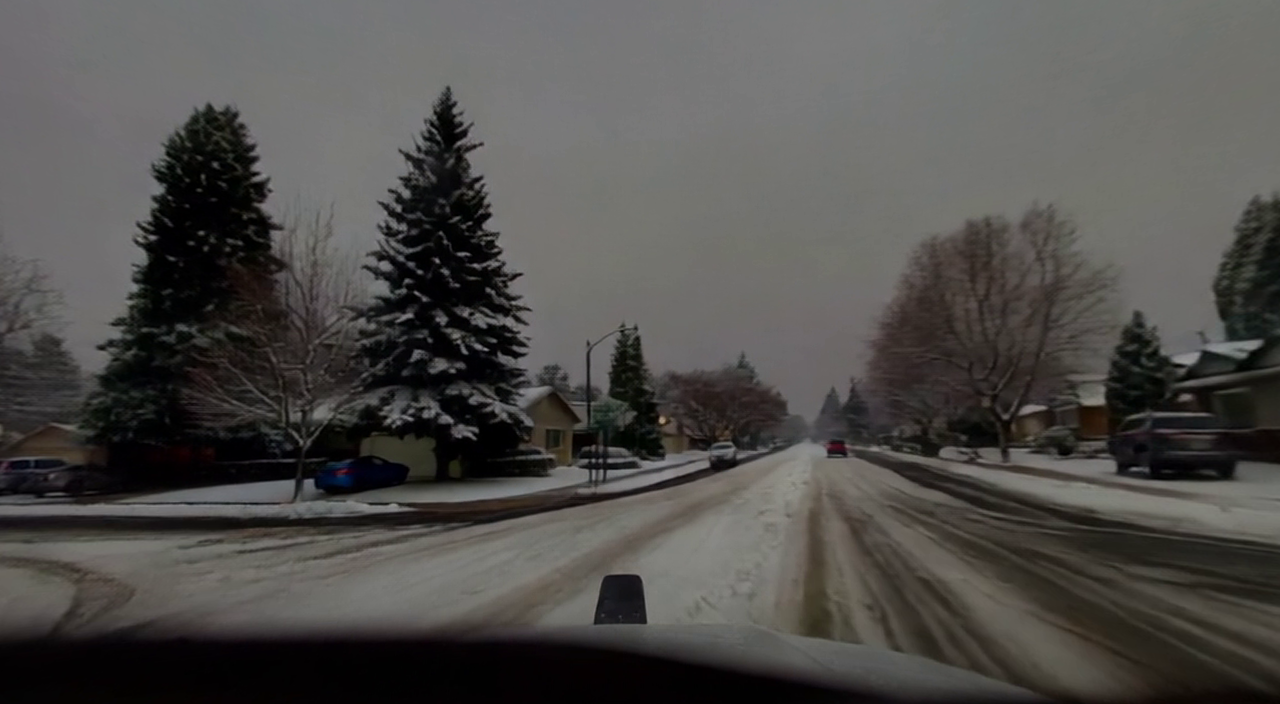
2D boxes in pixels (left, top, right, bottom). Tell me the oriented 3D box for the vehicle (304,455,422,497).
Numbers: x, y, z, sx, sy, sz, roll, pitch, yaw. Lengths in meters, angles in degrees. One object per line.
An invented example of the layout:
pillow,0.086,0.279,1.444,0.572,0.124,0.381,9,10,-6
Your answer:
vehicle,-11.222,5.037,25.995,1.917,1.499,4.569,-3,-9,16

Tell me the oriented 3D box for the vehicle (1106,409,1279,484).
vehicle,15.397,2.732,18.008,2.130,1.836,4.464,-4,-10,21

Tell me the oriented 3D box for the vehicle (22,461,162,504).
vehicle,-24.527,5.798,28.492,1.978,1.666,4.230,-3,-9,16

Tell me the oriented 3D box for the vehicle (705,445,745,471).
vehicle,5.706,7.010,41.929,2.075,1.551,4.074,-3,-9,15

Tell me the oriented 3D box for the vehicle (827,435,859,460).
vehicle,15.038,7.116,46.913,2.116,1.711,4.155,-3,-9,16
